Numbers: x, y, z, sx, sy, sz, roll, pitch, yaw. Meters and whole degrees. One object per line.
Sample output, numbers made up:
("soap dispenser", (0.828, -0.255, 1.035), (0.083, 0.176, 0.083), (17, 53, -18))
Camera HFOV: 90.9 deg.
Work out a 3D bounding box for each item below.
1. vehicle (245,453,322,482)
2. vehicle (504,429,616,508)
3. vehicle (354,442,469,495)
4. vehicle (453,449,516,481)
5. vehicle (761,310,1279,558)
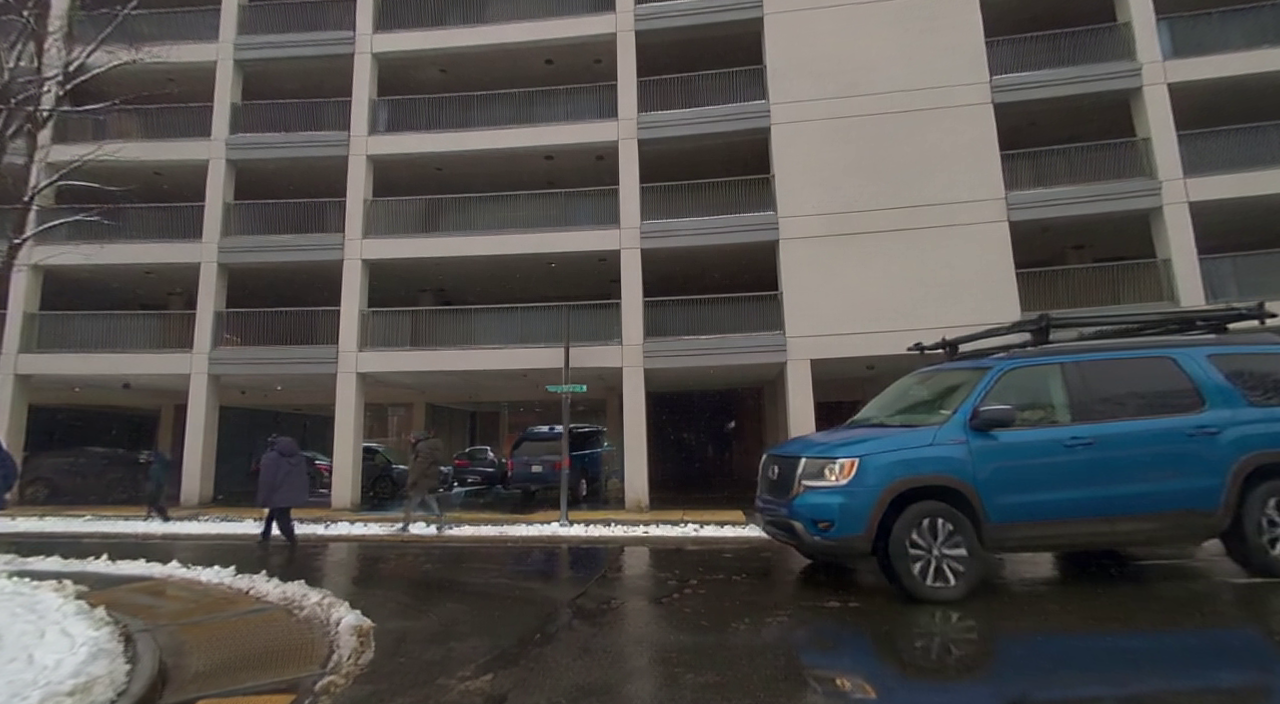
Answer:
("vehicle", (-19.437, 6.295, 34.509), (3.467, 1.456, 1.649), (4, -9, -24))
("vehicle", (-1.853, 2.901, 16.089), (2.144, 1.733, 4.115), (-1, -8, 3))
("vehicle", (-8.161, 4.172, 23.064), (2.395, 1.719, 4.549), (0, -8, 1))
("vehicle", (-7.868, 5.723, 32.292), (2.164, 1.494, 4.235), (0, -8, 0))
("vehicle", (5.329, 1.077, 8.309), (6.932, 2.753, 2.446), (0, -8, 1))
